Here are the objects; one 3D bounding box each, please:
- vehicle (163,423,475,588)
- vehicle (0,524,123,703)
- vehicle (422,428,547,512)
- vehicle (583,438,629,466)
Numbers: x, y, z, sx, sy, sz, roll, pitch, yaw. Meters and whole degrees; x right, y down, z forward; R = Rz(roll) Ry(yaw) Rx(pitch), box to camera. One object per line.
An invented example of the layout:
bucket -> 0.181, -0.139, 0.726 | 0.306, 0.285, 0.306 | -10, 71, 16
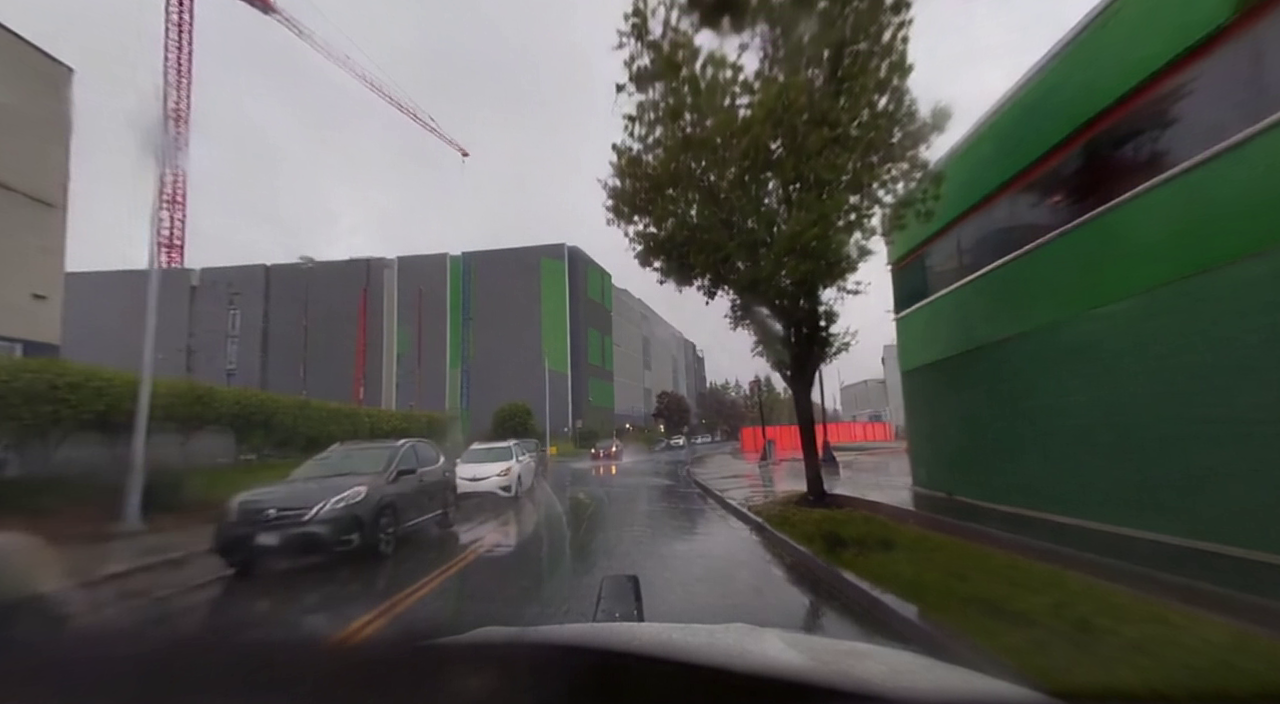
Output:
vehicle -> -3.787, 1.837, 8.491 | 1.980, 1.635, 4.153 | 0, -8, 0
vehicle -> -3.994, 1.297, 2.017 | 1.741, 0.964, 3.497 | 0, -8, 0
vehicle -> -3.529, 2.736, 15.156 | 2.026, 1.699, 4.224 | 0, -8, -1
vehicle -> -2.083, 6.286, 39.803 | 1.967, 1.646, 4.192 | -2, -8, 10
